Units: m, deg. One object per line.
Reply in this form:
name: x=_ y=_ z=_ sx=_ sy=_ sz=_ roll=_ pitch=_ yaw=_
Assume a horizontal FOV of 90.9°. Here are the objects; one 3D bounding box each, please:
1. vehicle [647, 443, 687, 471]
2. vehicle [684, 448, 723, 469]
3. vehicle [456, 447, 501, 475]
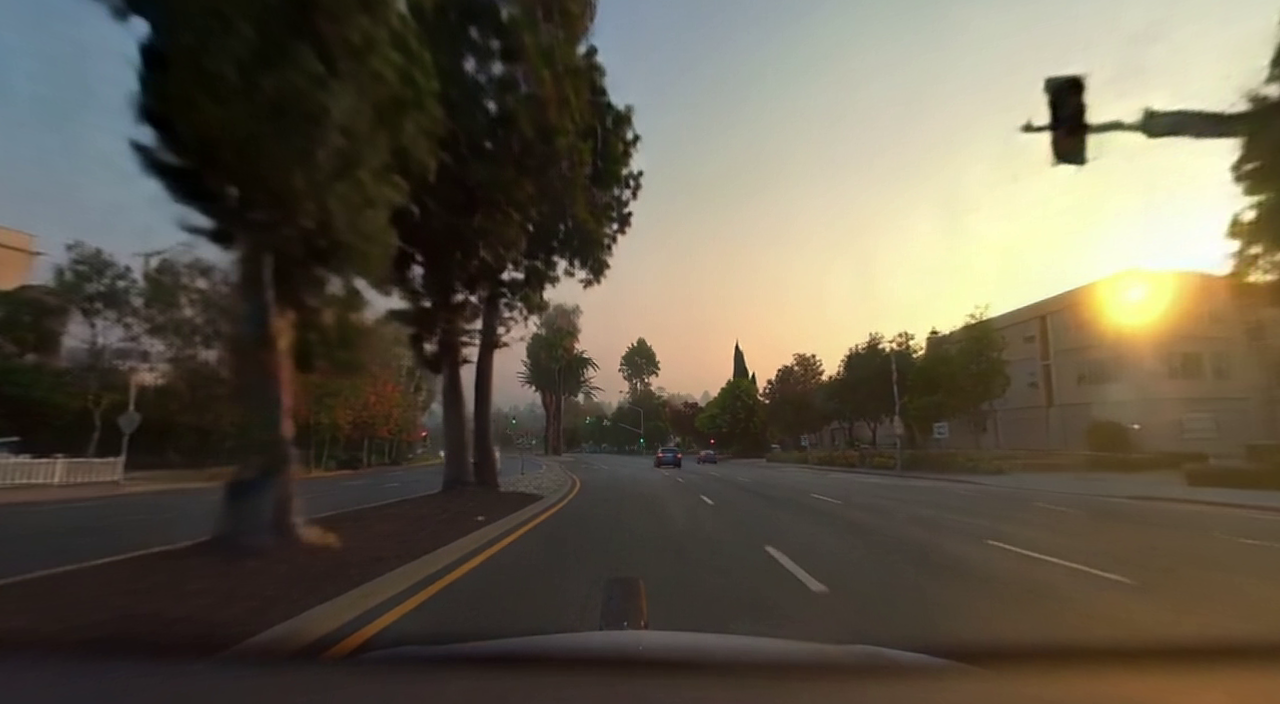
vehicle: x=1.832 y=7.233 z=43.697 sx=2.046 sy=1.818 sz=4.603 roll=1 pitch=-9 yaw=-7
vehicle: x=4.821 y=8.140 z=48.286 sx=1.969 sy=1.522 sz=4.609 roll=1 pitch=-9 yaw=-7
vehicle: x=-9.903 y=6.711 z=38.959 sx=2.002 sy=1.612 sz=4.436 roll=0 pitch=-9 yaw=-5
